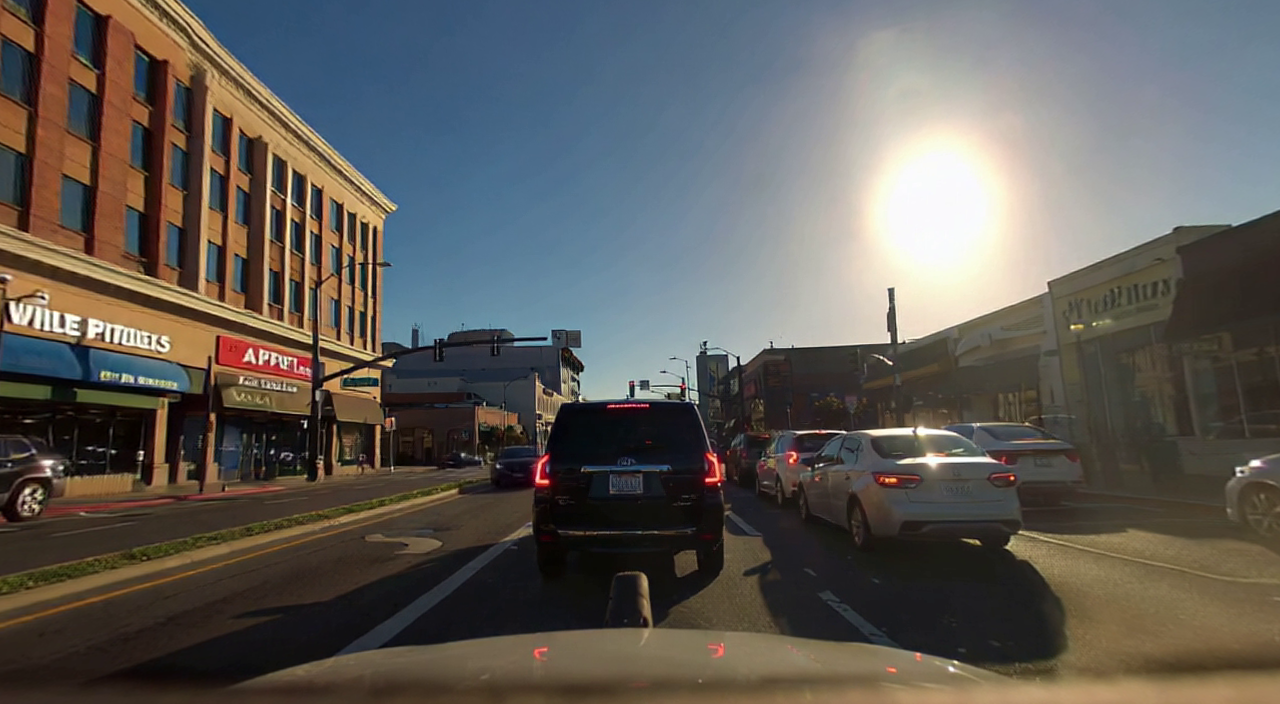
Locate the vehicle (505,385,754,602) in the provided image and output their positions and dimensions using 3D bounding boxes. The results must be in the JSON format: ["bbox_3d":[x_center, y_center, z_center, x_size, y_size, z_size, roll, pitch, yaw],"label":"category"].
[{"bbox_3d":[-0.005,1.535,7.683,2.154,1.861,4.280,0,-8,3],"label":"vehicle"}]

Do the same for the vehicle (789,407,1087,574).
[{"bbox_3d":[3.618,1.763,8.797,2.036,1.719,4.318,0,-8,0],"label":"vehicle"}]

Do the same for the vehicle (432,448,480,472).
[{"bbox_3d":[-14.241,8.343,49.144,2.102,1.737,4.570,-1,-8,4],"label":"vehicle"}]

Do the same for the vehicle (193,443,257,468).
[{"bbox_3d":[-27.449,6.869,41.855,1.693,1.563,3.716,0,-8,0],"label":"vehicle"}]

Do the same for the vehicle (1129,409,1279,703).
[{"bbox_3d":[3.370,0.731,0.811,1.884,1.484,4.609,0,-8,2],"label":"vehicle"}]
